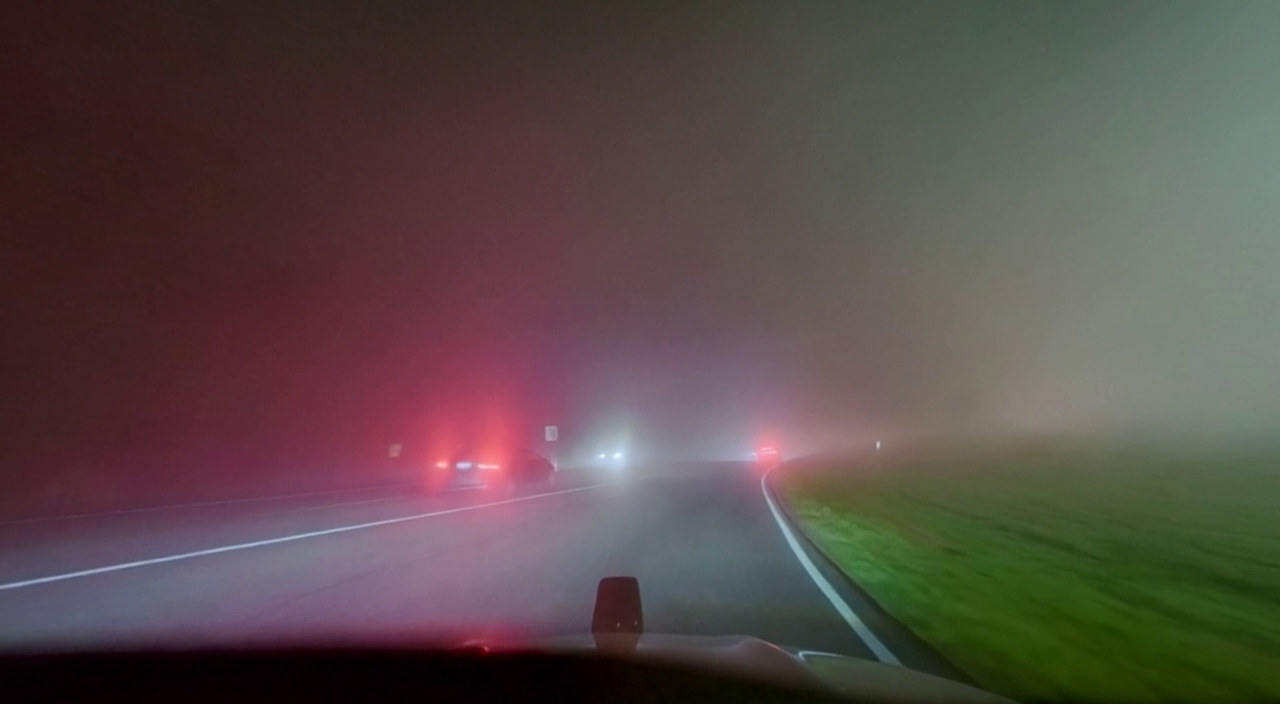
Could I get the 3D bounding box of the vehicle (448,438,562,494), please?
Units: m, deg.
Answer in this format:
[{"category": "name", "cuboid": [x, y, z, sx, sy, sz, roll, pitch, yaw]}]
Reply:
[{"category": "vehicle", "cuboid": [-4.388, 3.764, 21.058, 2.106, 1.679, 3.908, -3, -9, 16]}]
